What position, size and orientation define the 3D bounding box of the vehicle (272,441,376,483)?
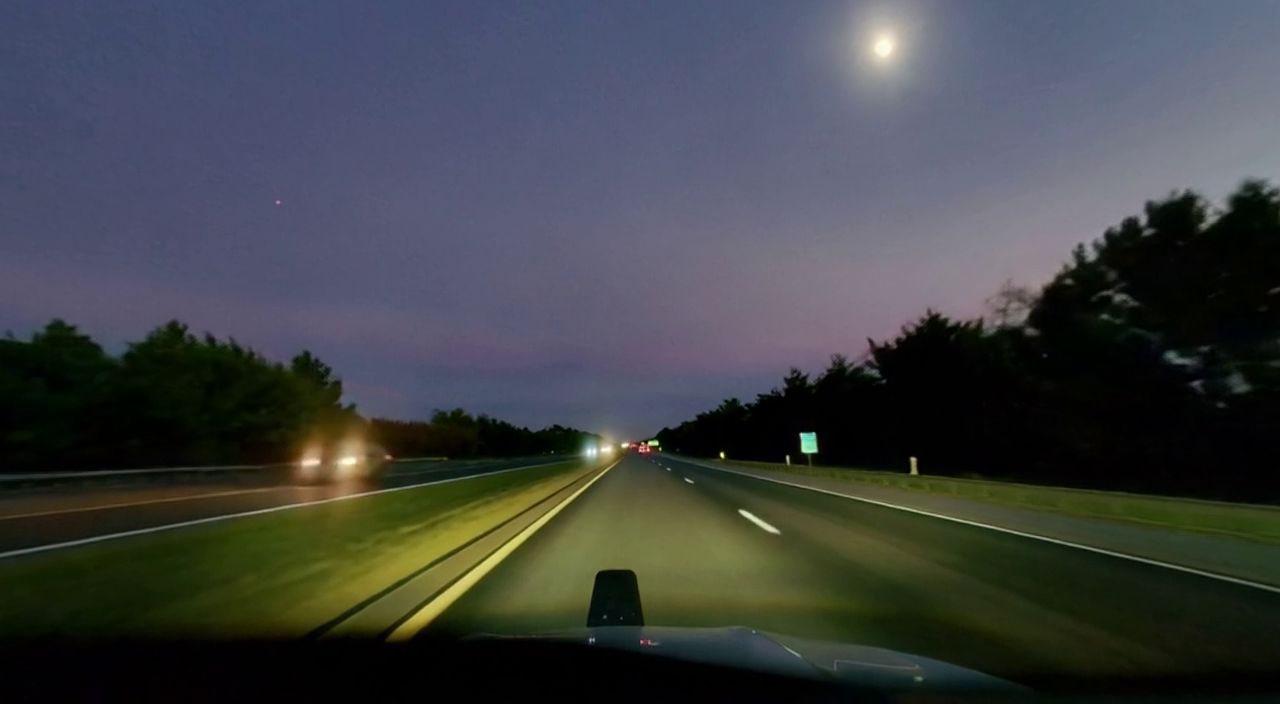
[{"bbox_3d":[-12.143,4.247,24.567,1.835,1.469,4.292,0,-9,0],"label":"vehicle"}]
